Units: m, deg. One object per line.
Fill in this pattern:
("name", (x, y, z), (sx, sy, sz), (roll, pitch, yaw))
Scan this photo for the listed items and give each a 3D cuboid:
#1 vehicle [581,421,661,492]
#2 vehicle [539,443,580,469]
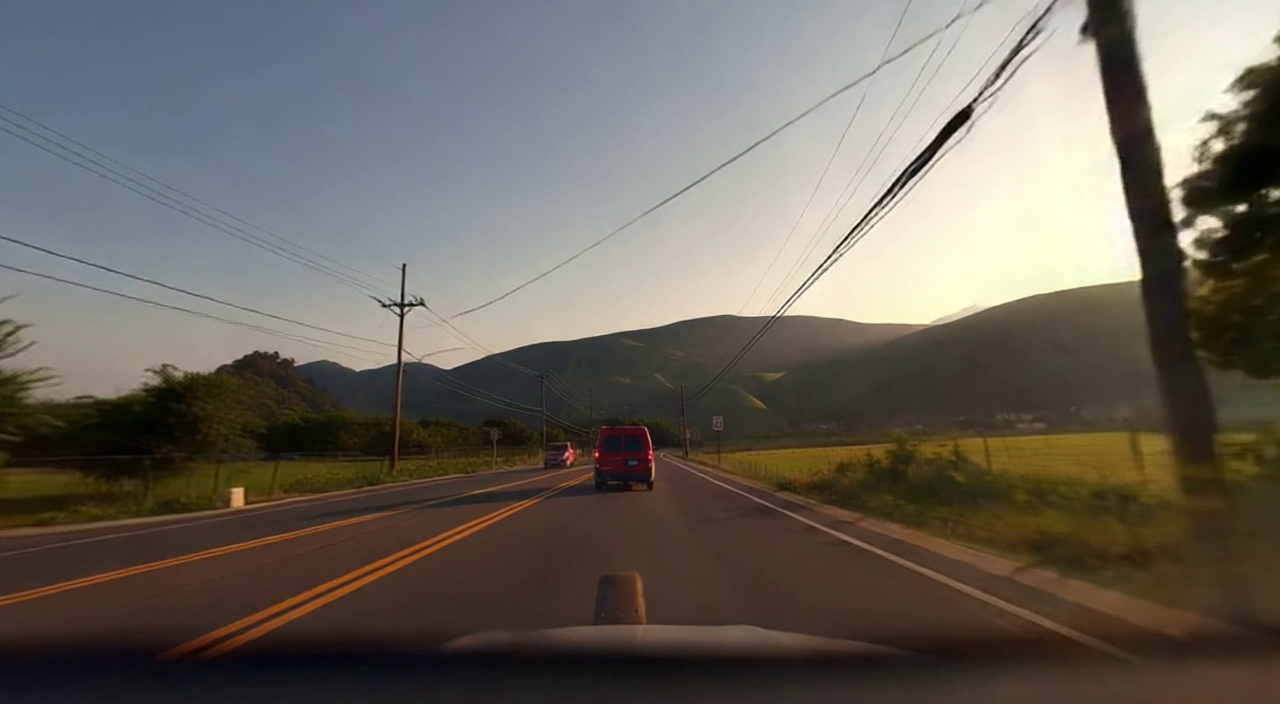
("vehicle", (-0.583, 3.530, 21.662), (2.454, 2.144, 4.535), (0, -8, 0))
("vehicle", (-5.881, 7.648, 46.465), (2.120, 1.804, 4.392), (0, -8, 4))
